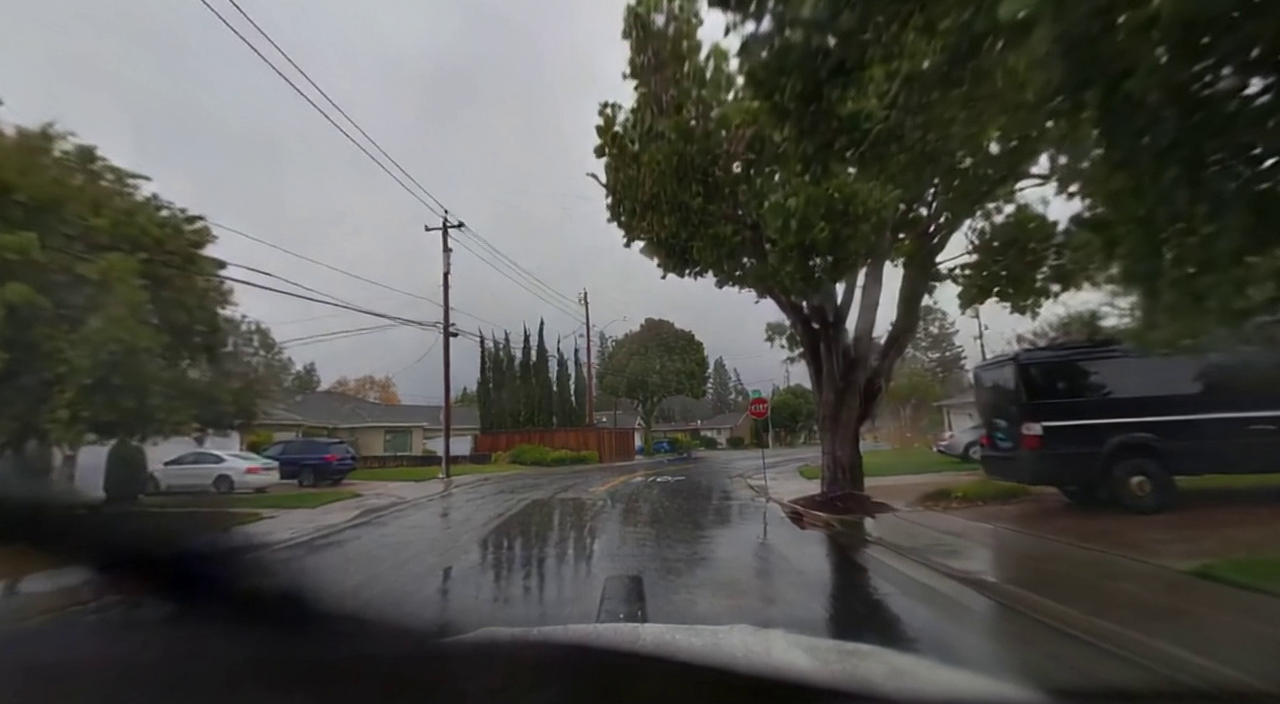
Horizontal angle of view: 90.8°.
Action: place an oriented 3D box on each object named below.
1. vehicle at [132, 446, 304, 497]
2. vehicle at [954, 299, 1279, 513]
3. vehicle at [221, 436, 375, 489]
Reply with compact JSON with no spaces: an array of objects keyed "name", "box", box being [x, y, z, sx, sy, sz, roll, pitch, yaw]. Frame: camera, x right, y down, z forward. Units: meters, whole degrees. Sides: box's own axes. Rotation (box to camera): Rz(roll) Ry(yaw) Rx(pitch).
[{"name":"vehicle","box":[-13.330,3.768,20.146,4.103,1.498,1.909,0,-8,2]},{"name":"vehicle","box":[10.779,1.011,10.953,8.828,3.111,3.352,1,-8,0]},{"name":"vehicle","box":[-12.508,4.062,23.378,4.484,1.852,2.009,0,-8,-1]}]
